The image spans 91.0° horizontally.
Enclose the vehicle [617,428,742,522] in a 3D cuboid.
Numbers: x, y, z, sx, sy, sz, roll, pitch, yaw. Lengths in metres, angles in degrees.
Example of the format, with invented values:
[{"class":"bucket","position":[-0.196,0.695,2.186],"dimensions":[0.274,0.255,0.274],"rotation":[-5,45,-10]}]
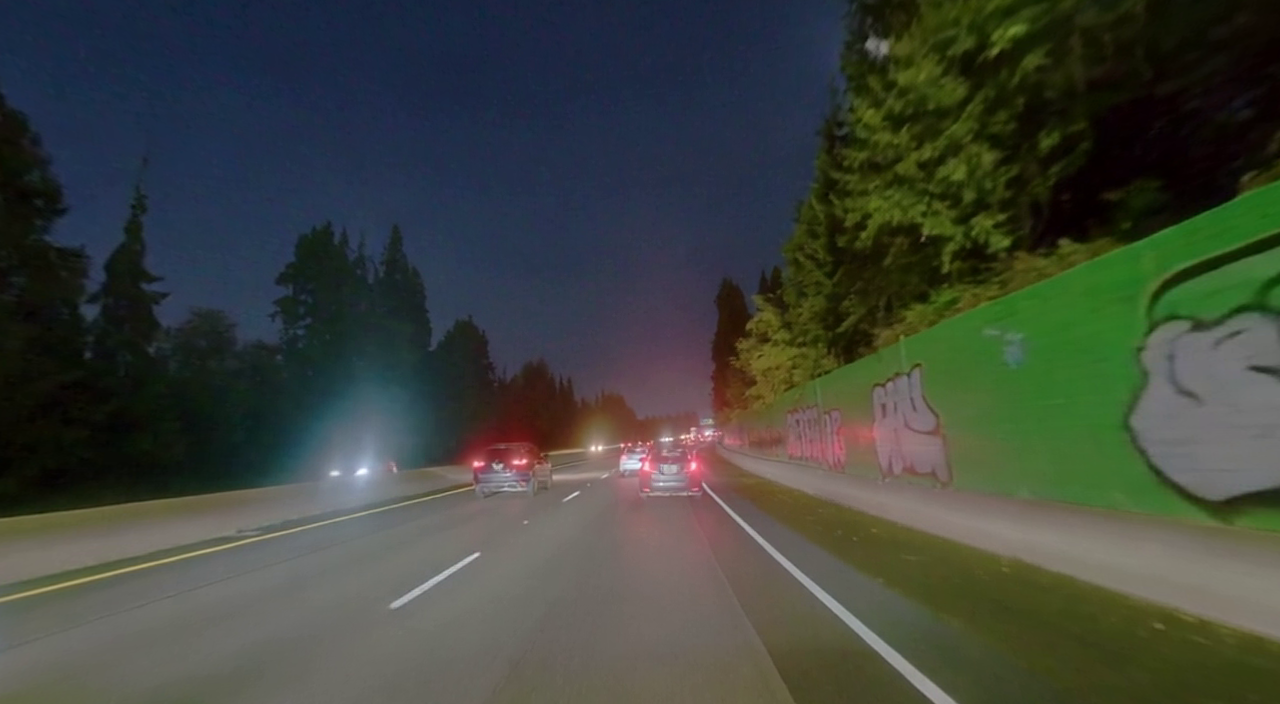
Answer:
[{"class":"vehicle","position":[0.686,2.328,12.441],"dimensions":[2.077,1.533,3.854],"rotation":[0,-8,1]}]

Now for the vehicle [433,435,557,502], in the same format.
[{"class":"vehicle","position":[-3.536,2.923,16.268],"dimensions":[2.059,1.471,4.152],"rotation":[0,-8,2]}]

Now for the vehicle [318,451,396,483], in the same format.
[{"class":"vehicle","position":[-14.614,5.949,32.814],"dimensions":[1.993,1.515,4.243],"rotation":[0,-8,2]}]
